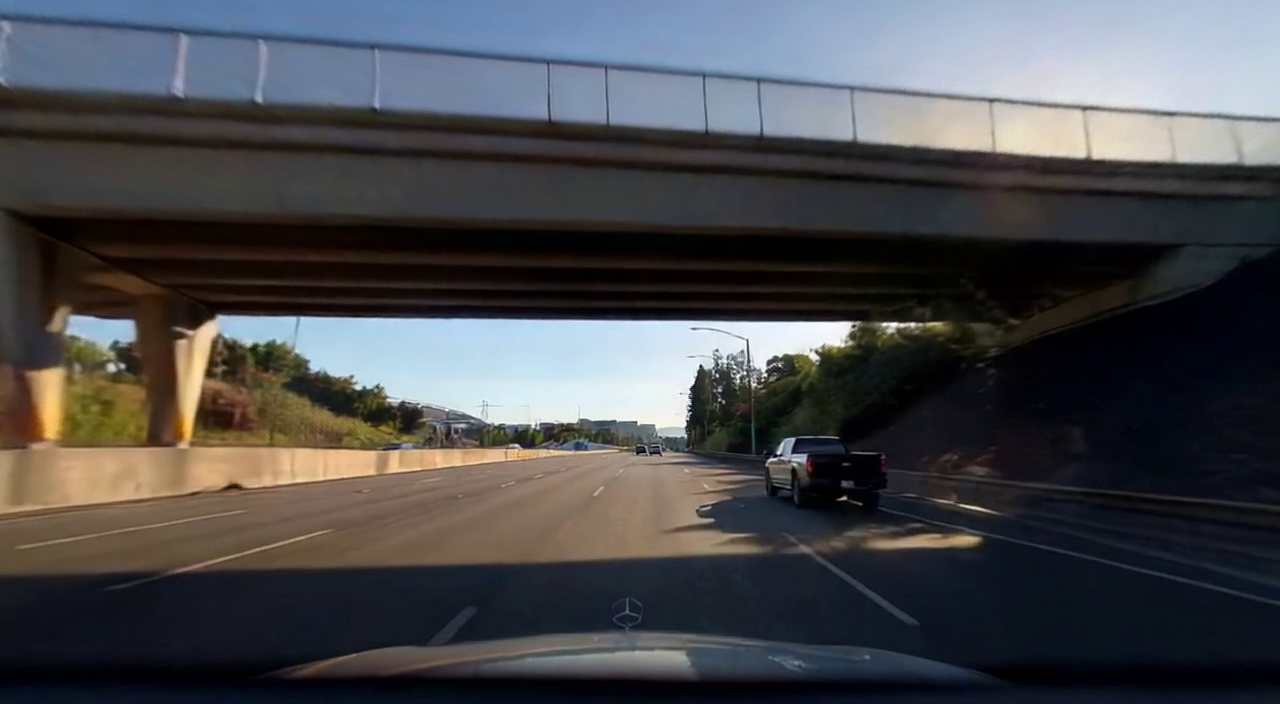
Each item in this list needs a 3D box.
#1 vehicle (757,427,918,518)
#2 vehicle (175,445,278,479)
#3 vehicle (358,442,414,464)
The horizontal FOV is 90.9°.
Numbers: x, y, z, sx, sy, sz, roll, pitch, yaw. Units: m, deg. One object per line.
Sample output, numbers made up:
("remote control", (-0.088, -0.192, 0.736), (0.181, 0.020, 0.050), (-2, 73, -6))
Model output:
("vehicle", (4.060, 2.557, 14.003), (2.010, 1.637, 4.940), (0, -8, 1))
("vehicle", (-19.615, 5.205, 30.159), (1.833, 1.438, 4.439), (0, -8, 1))
("vehicle", (-19.409, 7.739, 48.498), (1.997, 1.583, 5.181), (0, -8, 2))
